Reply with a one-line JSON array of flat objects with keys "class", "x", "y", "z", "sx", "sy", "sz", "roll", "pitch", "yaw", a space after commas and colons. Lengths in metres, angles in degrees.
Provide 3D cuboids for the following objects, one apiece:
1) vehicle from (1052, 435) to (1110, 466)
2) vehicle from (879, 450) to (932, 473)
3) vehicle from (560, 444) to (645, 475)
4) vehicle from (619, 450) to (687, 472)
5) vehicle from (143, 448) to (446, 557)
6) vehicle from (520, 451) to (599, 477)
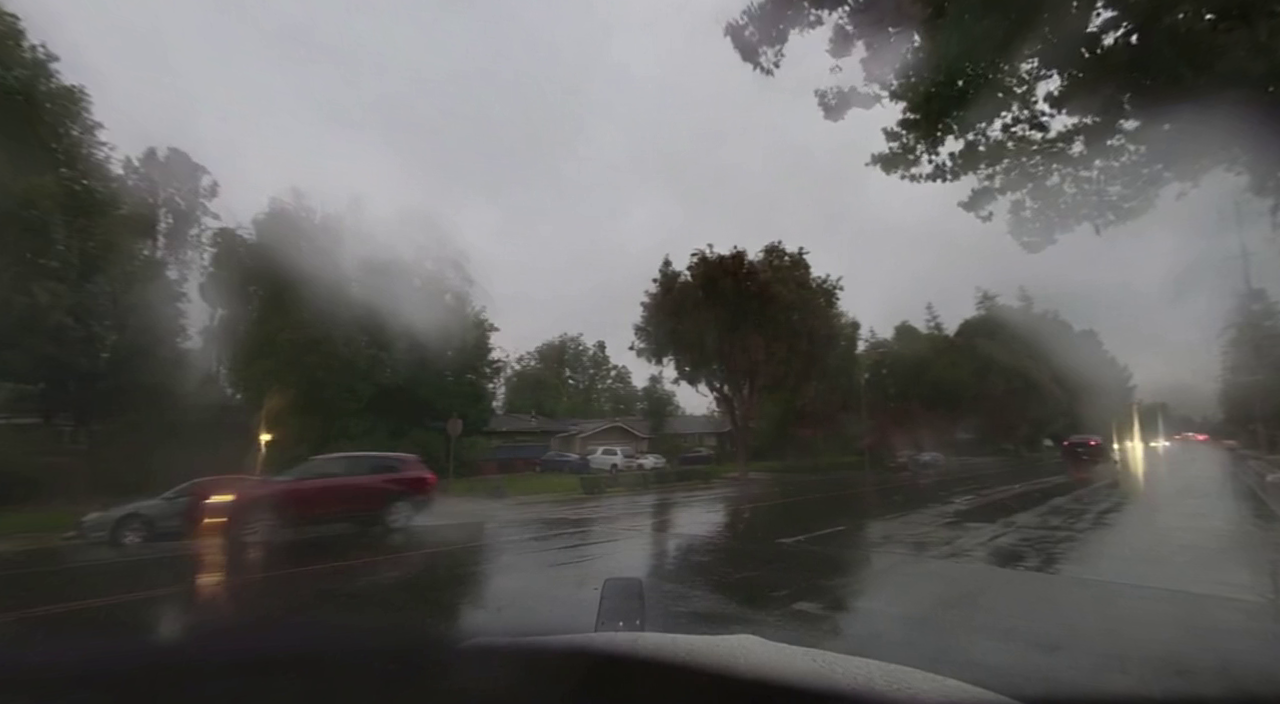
[{"class": "vehicle", "x": 26.704, "y": 5.942, "z": 38.182, "sx": 2.115, "sy": 1.696, "sz": 4.473, "roll": -8, "pitch": -12, "yaw": 43}, {"class": "vehicle", "x": 19.021, "y": 7.810, "z": 45.193, "sx": 1.936, "sy": 1.489, "sz": 4.311, "roll": -8, "pitch": -12, "yaw": 43}, {"class": "vehicle", "x": -2.604, "y": 7.132, "z": 42.135, "sx": 5.866, "sy": 1.877, "sz": 2.280, "roll": -8, "pitch": -12, "yaw": 43}, {"class": "vehicle", "x": 0.907, "y": 7.717, "z": 44.817, "sx": 4.326, "sy": 1.452, "sz": 2.121, "roll": -5, "pitch": -10, "yaw": 30}, {"class": "vehicle", "x": -6.602, "y": 2.778, "z": 12.587, "sx": 2.024, "sy": 1.715, "sz": 4.789, "roll": -8, "pitch": -12, "yaw": 42}, {"class": "vehicle", "x": -5.078, "y": 6.937, "z": 39.392, "sx": 4.937, "sy": 1.445, "sz": 2.048, "roll": -7, "pitch": -11, "yaw": 40}]
